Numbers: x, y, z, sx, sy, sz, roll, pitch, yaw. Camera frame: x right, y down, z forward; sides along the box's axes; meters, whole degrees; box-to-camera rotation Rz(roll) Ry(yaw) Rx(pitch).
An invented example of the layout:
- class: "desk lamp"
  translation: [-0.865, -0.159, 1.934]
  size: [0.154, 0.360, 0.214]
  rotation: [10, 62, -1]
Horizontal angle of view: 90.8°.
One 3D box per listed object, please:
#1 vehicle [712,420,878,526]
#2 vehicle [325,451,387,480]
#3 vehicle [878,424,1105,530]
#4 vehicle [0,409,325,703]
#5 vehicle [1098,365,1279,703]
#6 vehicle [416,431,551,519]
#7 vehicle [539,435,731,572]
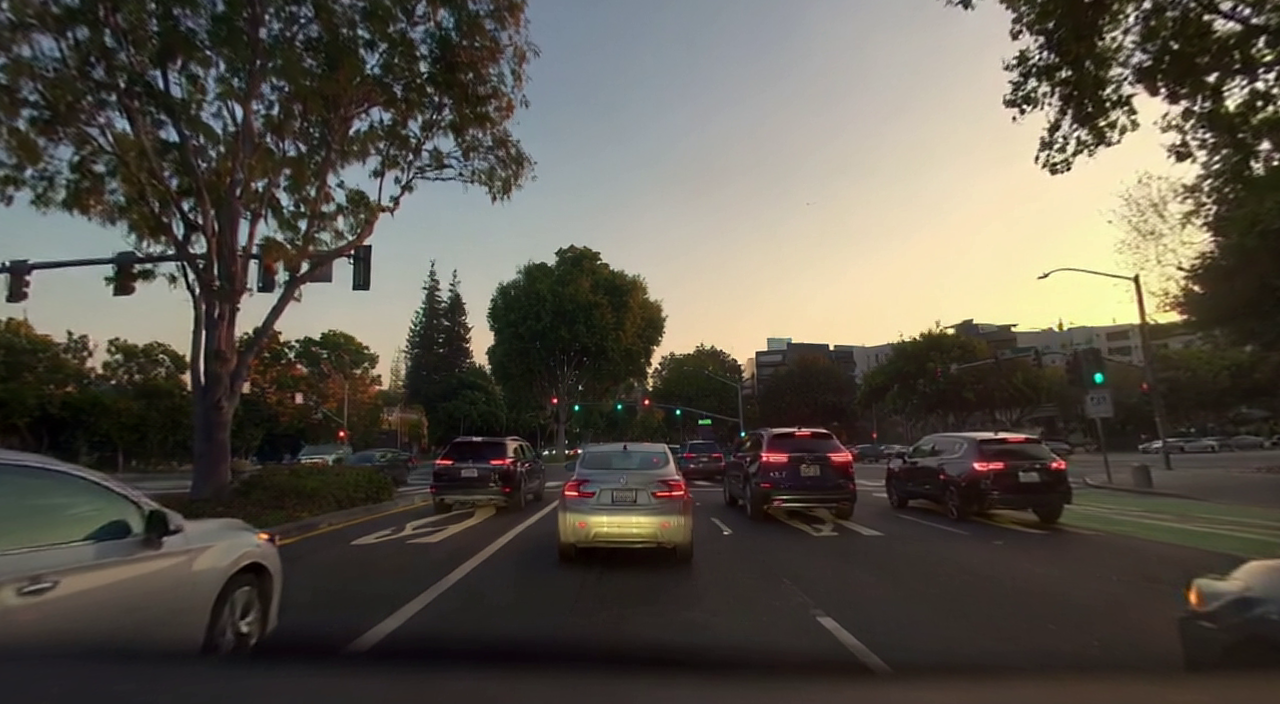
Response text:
- class: "vehicle"
  translation: [2.895, 2.381, 13.002]
  size: [2.138, 1.778, 4.422]
  rotation: [0, -8, -2]
- class: "vehicle"
  translation: [-18.264, 7.284, 40.853]
  size: [1.933, 1.677, 4.508]
  rotation: [0, -8, 0]
- class: "vehicle"
  translation: [6.494, 2.335, 12.367]
  size: [1.945, 1.706, 4.190]
  rotation: [0, -8, -1]
- class: "vehicle"
  translation: [-3.201, 0.926, 2.074]
  size: [2.045, 1.463, 4.490]
  rotation: [0, -8, -1]
- class: "vehicle"
  translation: [3.062, 0.571, 0.273]
  size: [1.996, 1.566, 4.917]
  rotation: [0, -8, -1]
- class: "vehicle"
  translation: [-3.380, 2.743, 14.608]
  size: [2.033, 1.714, 4.278]
  rotation: [0, -8, 0]
- class: "vehicle"
  translation: [-0.106, 1.952, 8.948]
  size: [2.098, 1.461, 3.958]
  rotation: [0, -8, -2]
